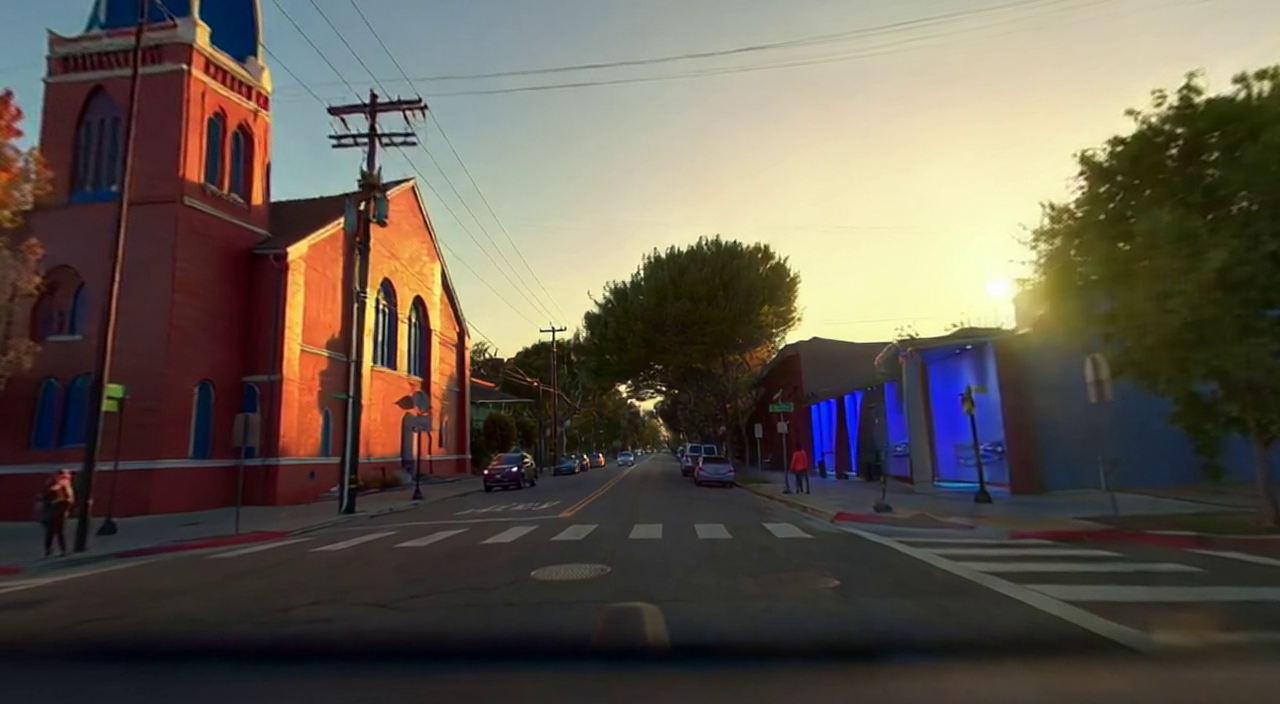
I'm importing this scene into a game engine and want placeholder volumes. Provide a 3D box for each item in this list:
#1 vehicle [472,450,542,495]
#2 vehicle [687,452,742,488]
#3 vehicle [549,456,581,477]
[{"bbox_3d":[-6.164,5.621,29.837,2.140,1.746,4.385,-4,-8,2],"label":"vehicle"},{"bbox_3d":[3.307,5.351,28.914,1.966,1.471,4.552,0,-9,0],"label":"vehicle"},{"bbox_3d":[-5.833,8.959,49.553,1.844,1.486,4.474,0,-9,2],"label":"vehicle"}]
